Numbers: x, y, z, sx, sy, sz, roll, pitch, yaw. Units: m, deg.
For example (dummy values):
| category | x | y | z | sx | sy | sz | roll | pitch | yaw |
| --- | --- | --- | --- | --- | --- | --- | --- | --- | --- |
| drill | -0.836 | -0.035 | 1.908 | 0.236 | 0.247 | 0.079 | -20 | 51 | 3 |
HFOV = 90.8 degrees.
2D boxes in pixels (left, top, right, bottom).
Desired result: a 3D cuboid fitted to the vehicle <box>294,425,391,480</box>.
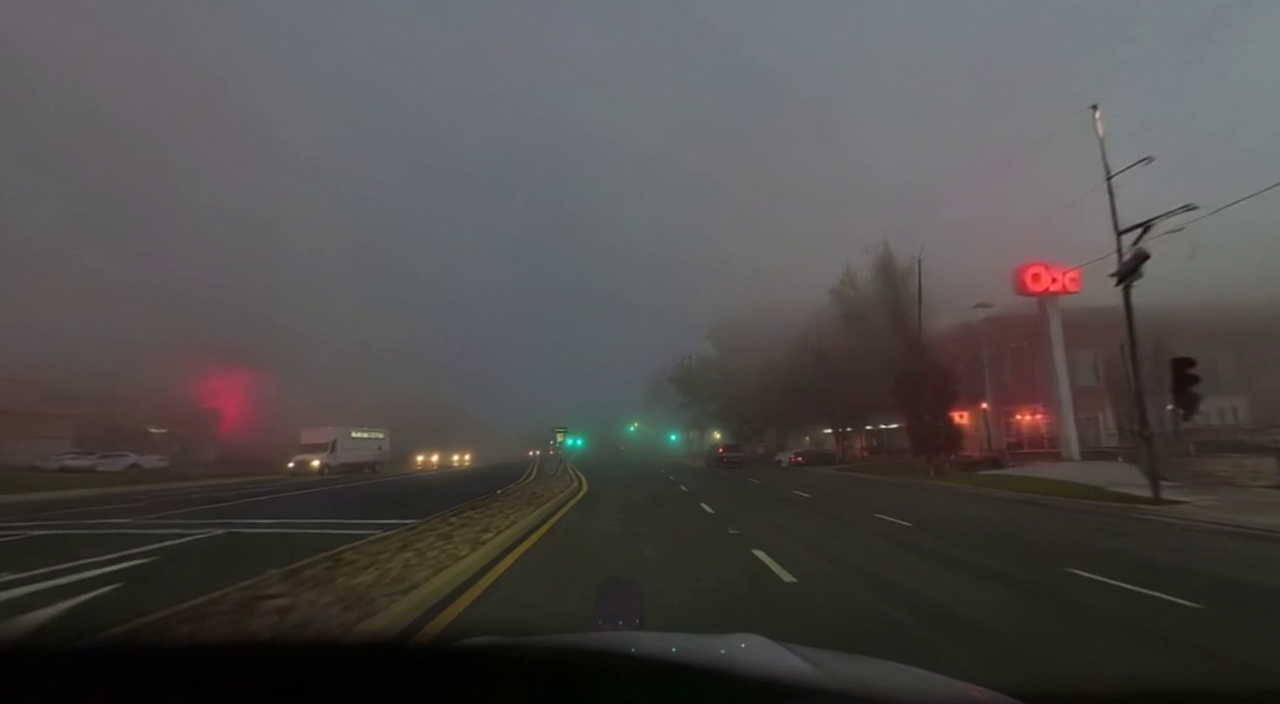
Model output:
| category | x | y | z | sx | sy | sz | roll | pitch | yaw |
| --- | --- | --- | --- | --- | --- | --- | --- | --- | --- |
| vehicle | -19.341 | 6.608 | 41.659 | 2.886 | 3.299 | 6.838 | 0 | -9 | 1 |

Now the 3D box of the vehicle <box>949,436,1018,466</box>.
| category | x | y | z | sx | sy | sz | roll | pitch | yaw |
| --- | --- | --- | --- | --- | --- | --- | --- | --- | --- |
| vehicle | 19.813 | 5.720 | 36.624 | 1.815 | 1.643 | 3.746 | 0 | -9 | -1 |

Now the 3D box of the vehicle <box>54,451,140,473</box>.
| category | x | y | z | sx | sy | sz | roll | pitch | yaw |
| --- | --- | --- | --- | --- | --- | --- | --- | --- | --- |
| vehicle | -37.605 | 7.608 | 43.916 | 1.823 | 1.460 | 4.658 | 0 | -9 | 0 |

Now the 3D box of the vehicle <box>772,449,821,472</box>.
| category | x | y | z | sx | sy | sz | roll | pitch | yaw |
| --- | --- | --- | --- | --- | --- | --- | --- | --- | --- |
| vehicle | 10.260 | 7.124 | 41.656 | 1.902 | 1.427 | 4.458 | 0 | -9 | -3 |

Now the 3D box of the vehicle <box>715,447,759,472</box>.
| category | x | y | z | sx | sy | sz | roll | pitch | yaw |
| --- | --- | --- | --- | --- | --- | --- | --- | --- | --- |
| vehicle | 5.968 | 6.681 | 39.388 | 1.916 | 1.437 | 4.327 | 0 | -9 | -2 |
